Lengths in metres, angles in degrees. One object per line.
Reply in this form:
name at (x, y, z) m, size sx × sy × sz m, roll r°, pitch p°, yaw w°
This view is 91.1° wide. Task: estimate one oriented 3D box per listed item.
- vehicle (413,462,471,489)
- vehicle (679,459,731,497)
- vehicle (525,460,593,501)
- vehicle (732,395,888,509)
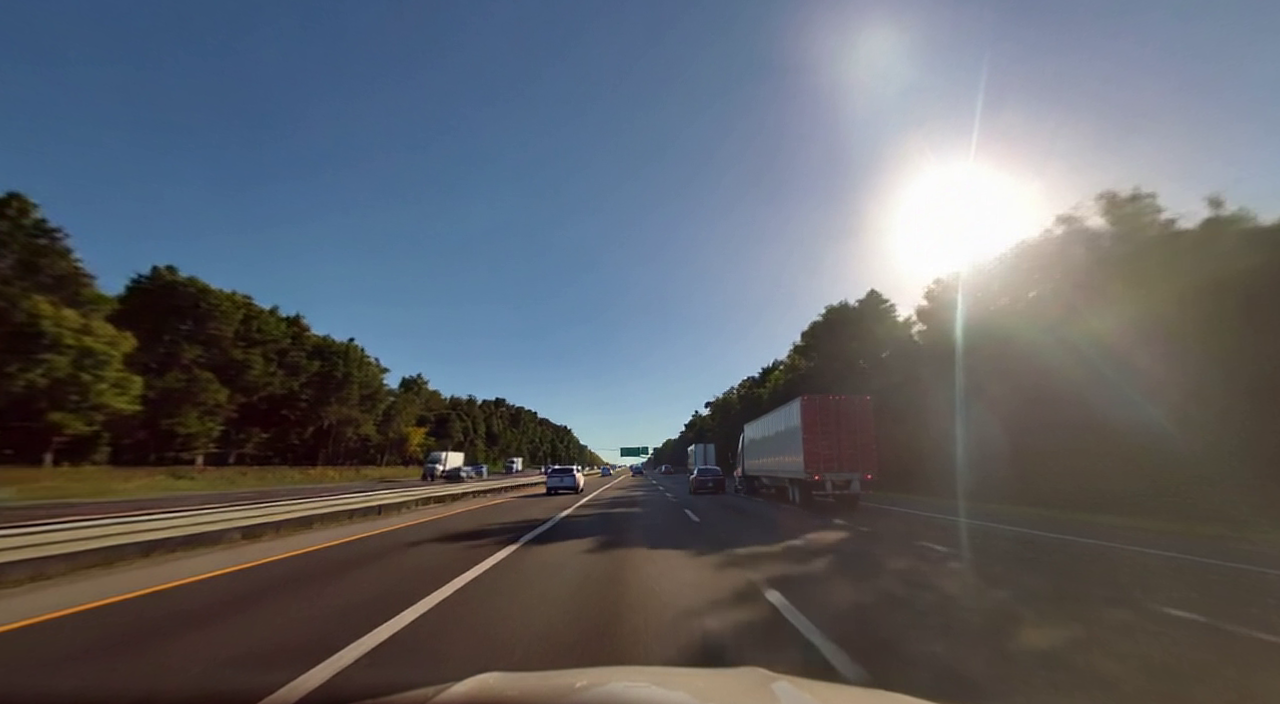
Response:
vehicle at (-11.668, 7.317, 37.310) m, size 1.870 × 1.474 × 4.645 m, roll 1°, pitch -10°, yaw 0°
vehicle at (3.216, 6.372, 31.929) m, size 2.050 × 1.708 × 4.457 m, roll 1°, pitch -10°, yaw -1°
vehicle at (-3.269, 5.321, 26.258) m, size 2.065 × 1.485 × 4.682 m, roll 1°, pitch -10°, yaw 2°
vehicle at (7.453, 5.208, 31.636) m, size 2.861 × 4.086 × 17.499 m, roll 1°, pitch -10°, yaw -1°
